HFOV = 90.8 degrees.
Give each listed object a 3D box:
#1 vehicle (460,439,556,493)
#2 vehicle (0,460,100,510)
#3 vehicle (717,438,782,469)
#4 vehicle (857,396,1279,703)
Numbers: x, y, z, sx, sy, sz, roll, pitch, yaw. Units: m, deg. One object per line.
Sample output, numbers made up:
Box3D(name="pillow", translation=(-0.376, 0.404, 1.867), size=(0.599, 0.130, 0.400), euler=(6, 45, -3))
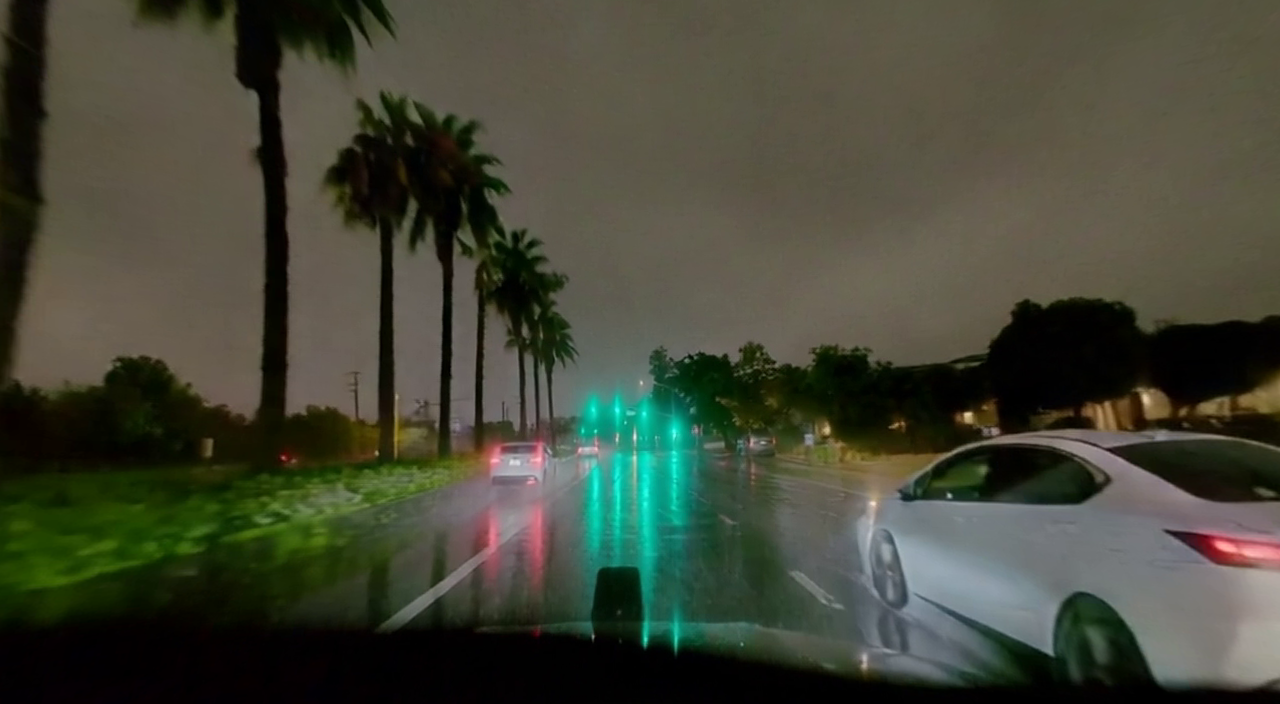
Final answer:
Box3D(name="vehicle", translation=(-3.970, 3.510, 19.847), size=(2.108, 1.475, 4.555), euler=(0, -9, -1))
Box3D(name="vehicle", translation=(-21.485, 4.575, 21.585), size=(2.191, 1.482, 4.661), euler=(-4, -8, -3))
Box3D(name="vehicle", translation=(5.984, 5.665, 35.356), size=(2.169, 1.559, 5.849), euler=(0, -9, -4))
Box3D(name="vehicle", translation=(3.023, 1.056, 3.357), size=(1.941, 1.424, 4.720), euler=(0, -9, -2))
